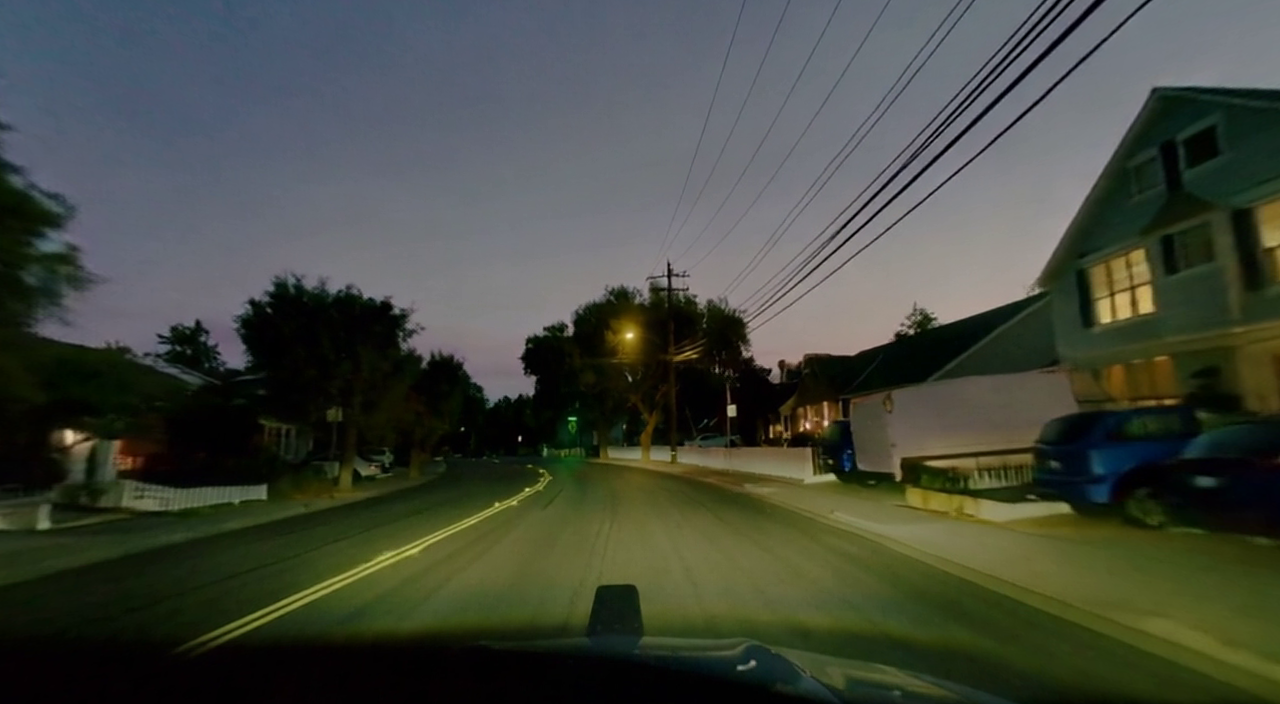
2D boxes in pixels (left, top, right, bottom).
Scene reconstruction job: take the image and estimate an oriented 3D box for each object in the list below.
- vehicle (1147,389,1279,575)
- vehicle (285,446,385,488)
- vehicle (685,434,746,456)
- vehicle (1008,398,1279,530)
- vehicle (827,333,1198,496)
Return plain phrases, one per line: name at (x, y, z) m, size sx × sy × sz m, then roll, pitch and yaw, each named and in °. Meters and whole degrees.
vehicle at (7.629, 1.040, 5.633) m, size 4.412 × 1.565 × 1.957 m, roll -3°, pitch -8°, yaw 0°
vehicle at (-12.619, 4.766, 26.503) m, size 2.390 × 1.431 × 4.253 m, roll 0°, pitch -7°, yaw -5°
vehicle at (5.895, 7.305, 49.749) m, size 4.566 × 1.623 × 1.906 m, roll 0°, pitch -8°, yaw -2°
vehicle at (7.599, 1.495, 8.712) m, size 3.851 × 1.581 × 1.858 m, roll 0°, pitch -8°, yaw -2°
vehicle at (8.484, 1.475, 14.922) m, size 7.115 × 3.010 × 2.378 m, roll -4°, pitch -8°, yaw -5°
